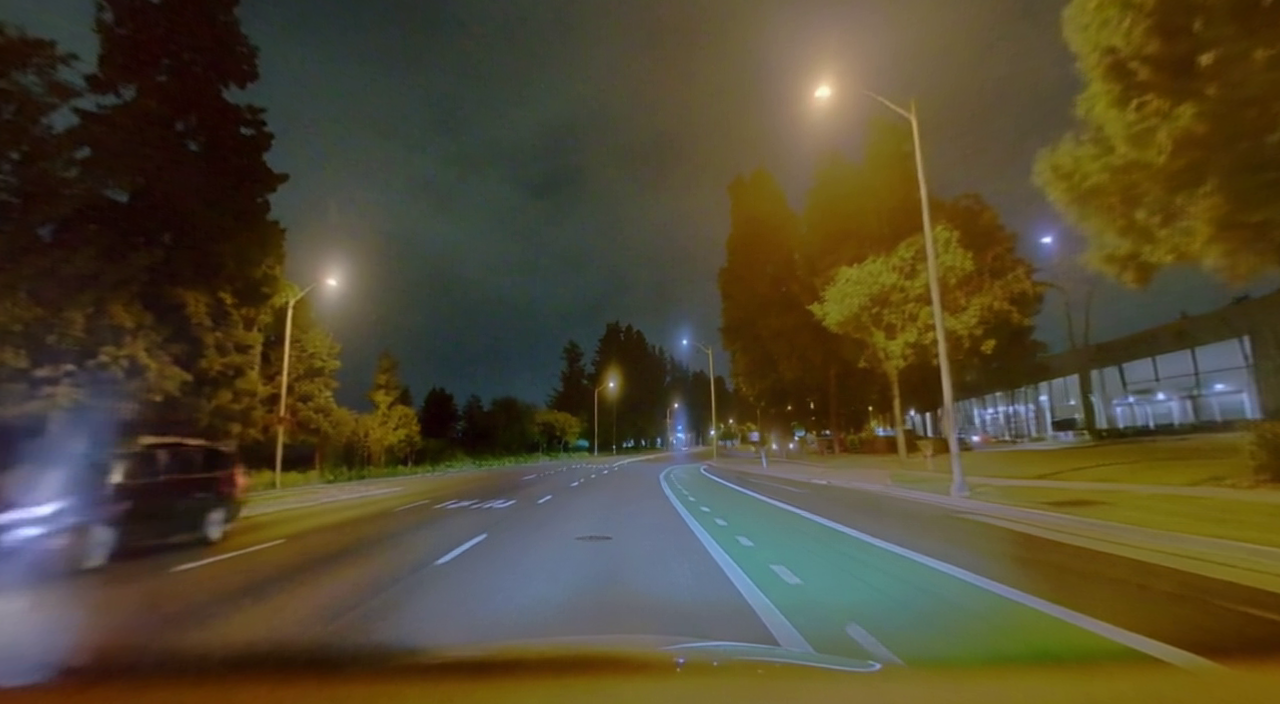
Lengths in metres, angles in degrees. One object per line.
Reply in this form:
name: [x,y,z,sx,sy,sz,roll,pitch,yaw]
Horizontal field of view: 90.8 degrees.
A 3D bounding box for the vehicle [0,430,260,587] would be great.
vehicle: [-8.156,2.122,9.465,2.065,1.744,4.566,0,-9,0]
